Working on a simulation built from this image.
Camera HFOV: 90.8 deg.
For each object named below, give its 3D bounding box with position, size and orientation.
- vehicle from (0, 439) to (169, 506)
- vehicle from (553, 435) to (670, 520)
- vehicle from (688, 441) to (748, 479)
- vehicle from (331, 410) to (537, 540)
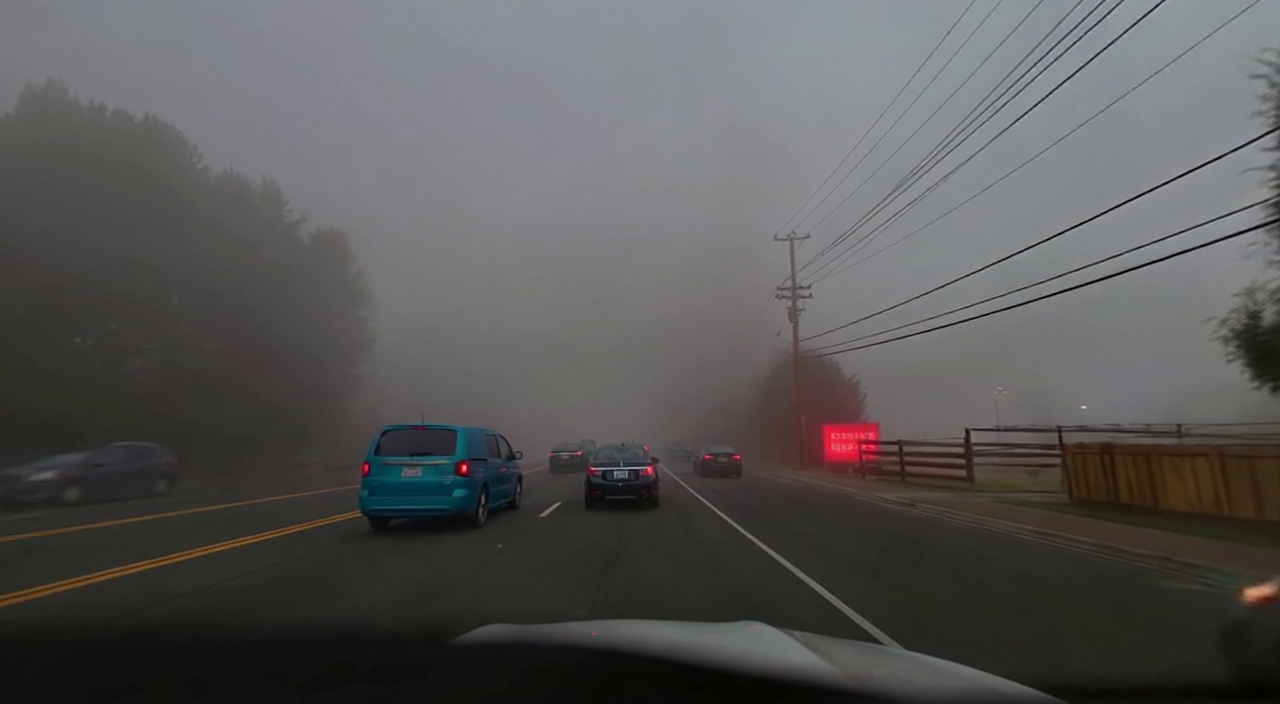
[{"bbox_3d":[-17.192,3.582,19.262,2.029,1.790,4.668,0,-9,0],"label":"vehicle"},{"bbox_3d":[-0.517,2.547,13.328,2.097,1.511,3.809,0,-9,0],"label":"vehicle"},{"bbox_3d":[3.231,4.559,26.956,1.878,1.479,4.461,0,-9,-1],"label":"vehicle"},{"bbox_3d":[-3.332,2.116,11.453,2.092,1.839,4.736,0,-9,0],"label":"vehicle"}]
